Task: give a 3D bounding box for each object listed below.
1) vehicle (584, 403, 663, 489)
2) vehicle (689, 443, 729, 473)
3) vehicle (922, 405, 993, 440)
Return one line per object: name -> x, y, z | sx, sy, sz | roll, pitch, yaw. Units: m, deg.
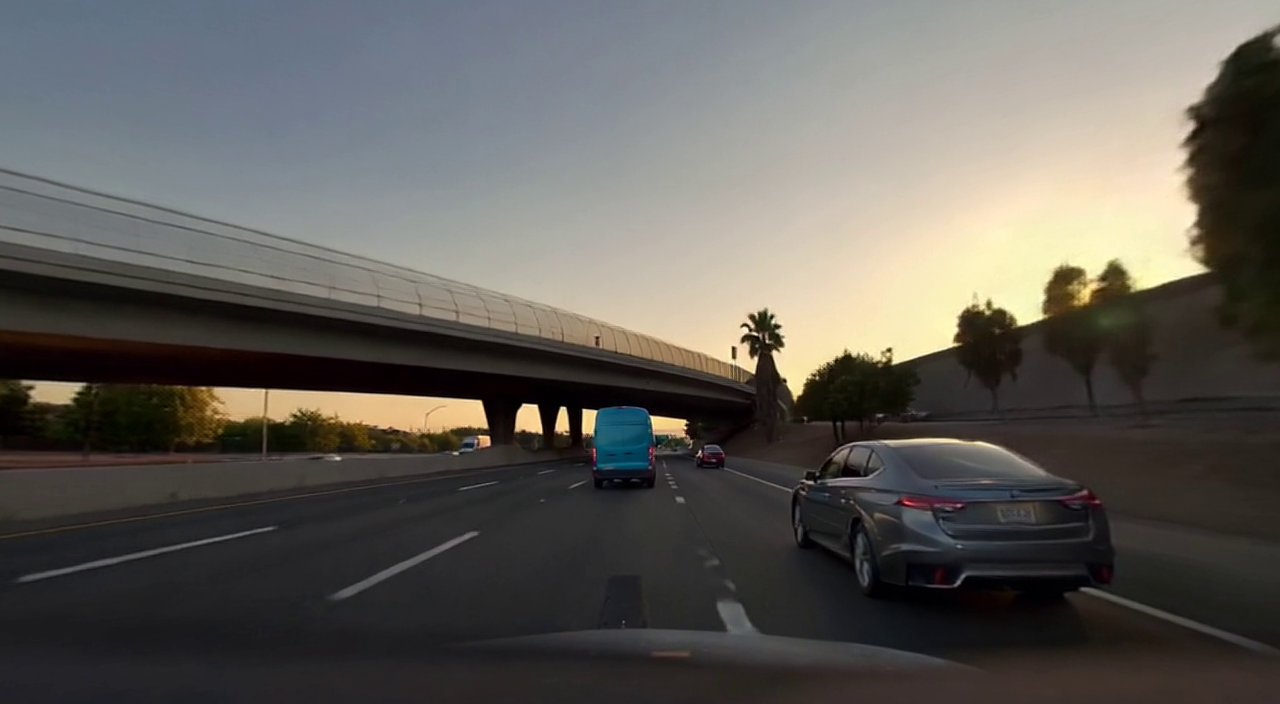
vehicle -> -0.444, 3.491, 23.277 | 2.476, 2.776, 5.598 | -1, -9, 3
vehicle -> 4.032, 6.273, 37.418 | 1.987, 1.648, 3.984 | 0, -9, 1
vehicle -> 22.830, 5.173, 45.431 | 2.445, 2.240, 5.659 | -1, -9, 4
